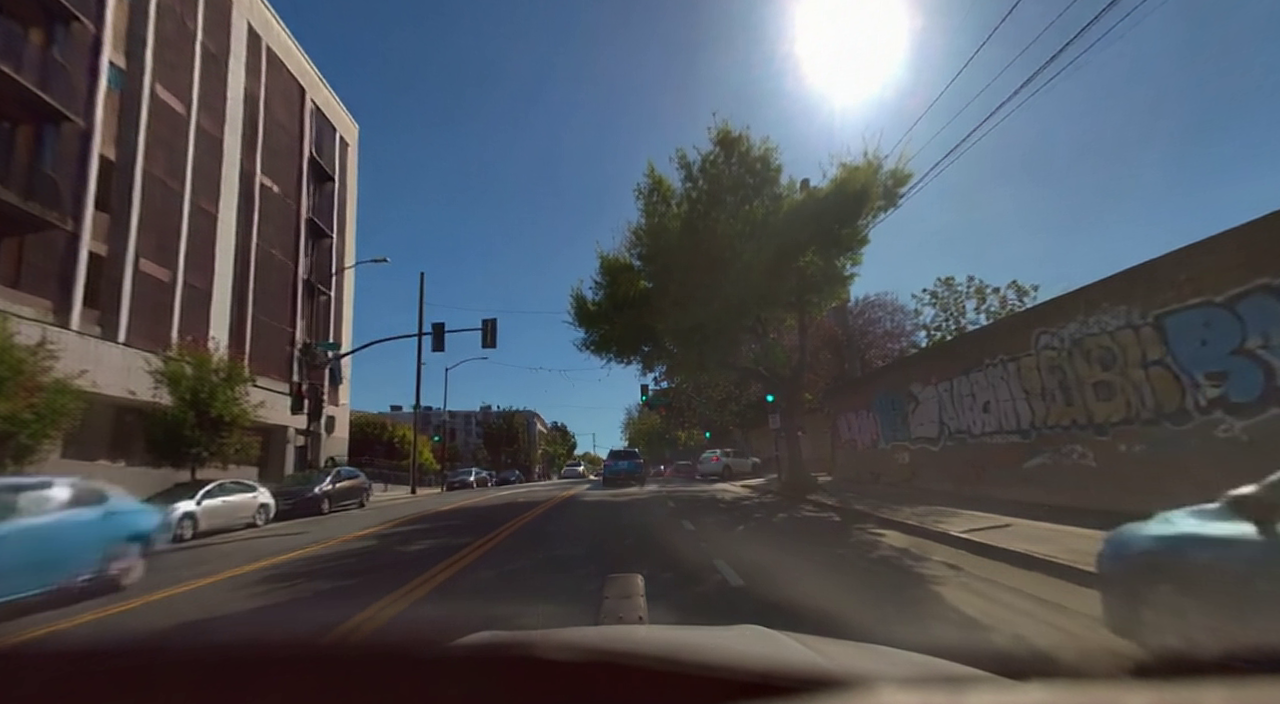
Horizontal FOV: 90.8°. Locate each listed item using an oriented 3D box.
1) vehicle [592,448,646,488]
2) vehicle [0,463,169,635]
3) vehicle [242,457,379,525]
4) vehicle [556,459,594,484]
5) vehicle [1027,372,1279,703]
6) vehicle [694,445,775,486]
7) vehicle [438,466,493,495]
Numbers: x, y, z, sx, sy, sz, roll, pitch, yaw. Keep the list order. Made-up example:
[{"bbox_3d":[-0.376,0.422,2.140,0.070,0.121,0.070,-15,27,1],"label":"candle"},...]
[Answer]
[{"bbox_3d":[-0.885,5.056,27.888,2.166,1.579,4.300,0,-8,-1],"label":"vehicle"},{"bbox_3d":[-6.510,1.732,5.228,2.040,1.402,4.237,-2,-8,-1],"label":"vehicle"},{"bbox_3d":[-11.016,4.616,21.601,2.199,1.717,4.888,-5,-8,-2],"label":"vehicle"},{"bbox_3d":[-4.359,8.113,43.032,2.095,1.447,4.202,0,-8,0],"label":"vehicle"},{"bbox_3d":[4.071,0.914,2.587,2.025,1.758,4.463,0,-8,-2],"label":"vehicle"},{"bbox_3d":[4.590,5.337,30.220,2.207,1.761,4.292,-6,-10,32],"label":"vehicle"},{"bbox_3d":[-10.877,8.031,39.695,2.070,1.476,4.508,-1,-8,1],"label":"vehicle"}]
